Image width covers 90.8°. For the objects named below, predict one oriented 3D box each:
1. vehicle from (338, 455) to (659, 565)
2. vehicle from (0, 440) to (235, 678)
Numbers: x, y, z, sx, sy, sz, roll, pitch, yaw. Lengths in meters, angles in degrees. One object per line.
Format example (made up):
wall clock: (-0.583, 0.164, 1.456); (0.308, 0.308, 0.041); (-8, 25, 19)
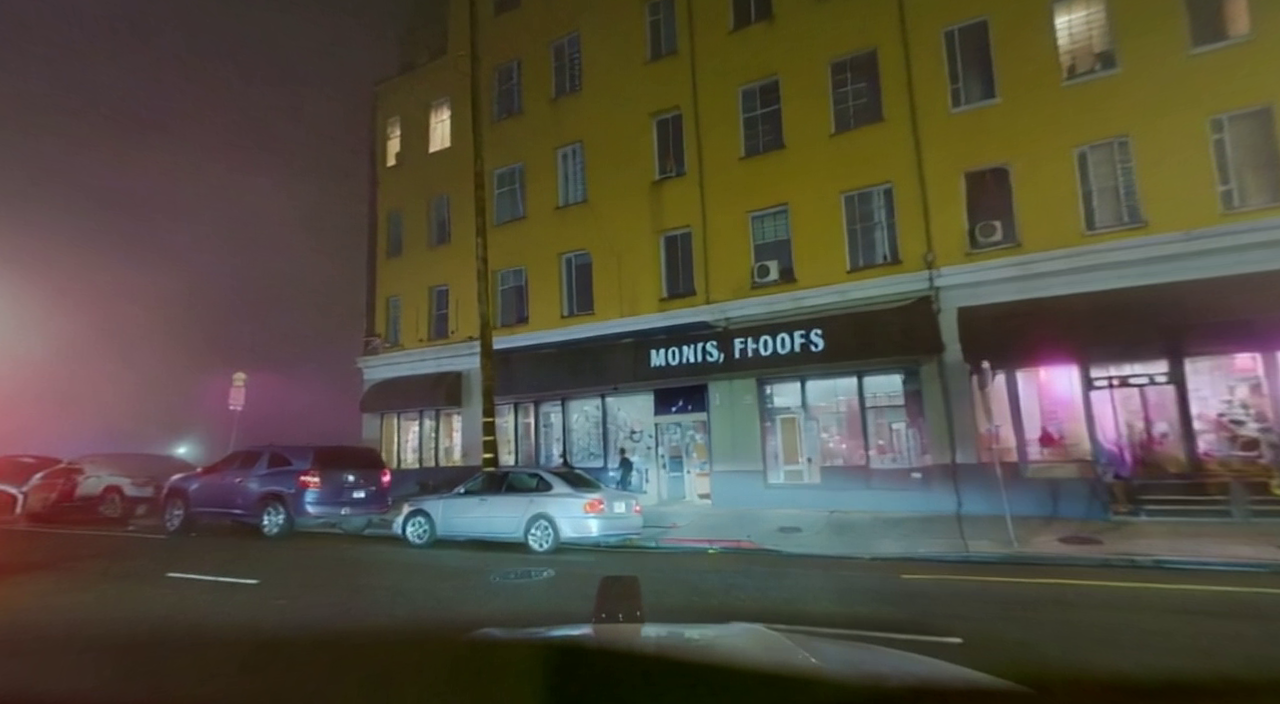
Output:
vehicle: (-2.273, 2.420, 10.264); (4.830, 1.421, 1.826); (-4, -9, 20)
vehicle: (-5.765, 1.489, 5.237); (4.330, 1.458, 1.932); (-4, -9, 25)
